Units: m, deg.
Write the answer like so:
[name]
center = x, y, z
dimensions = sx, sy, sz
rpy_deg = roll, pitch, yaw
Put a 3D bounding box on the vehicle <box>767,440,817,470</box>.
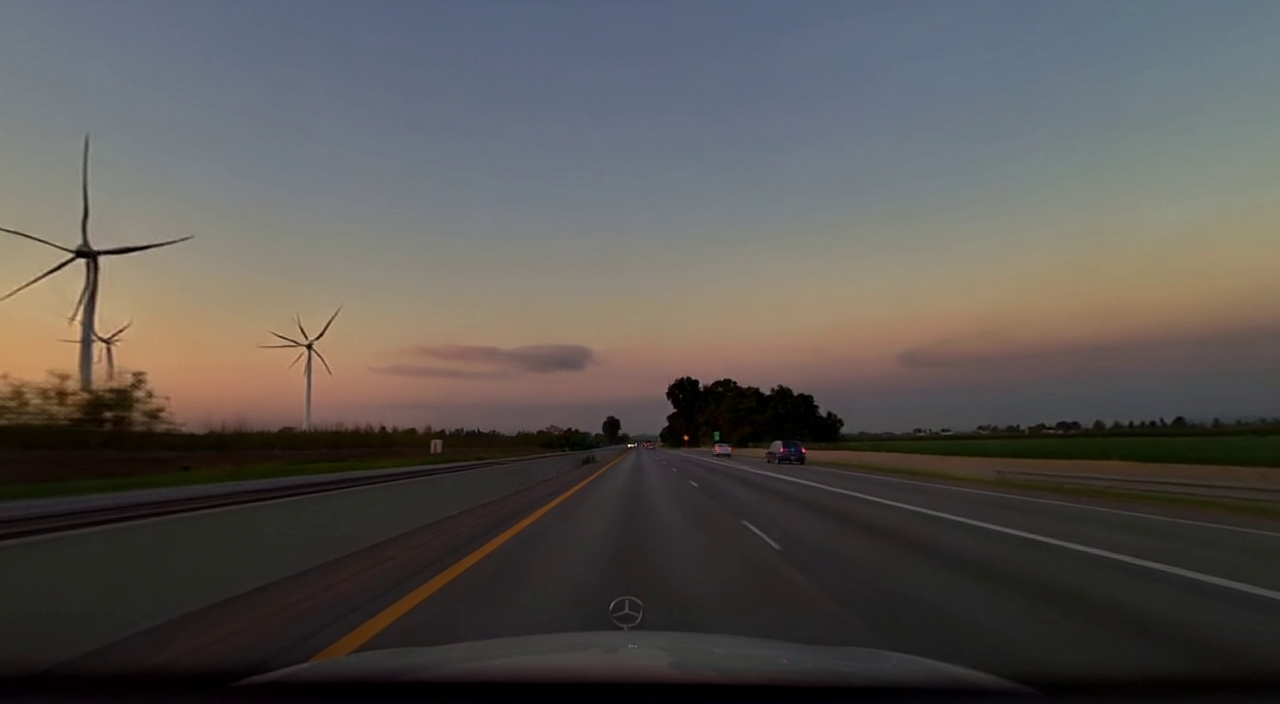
[vehicle]
center = 9.225, 6.290, 38.631
dimensions = 1.897, 1.669, 4.825
rpy_deg = 0, -9, 0
